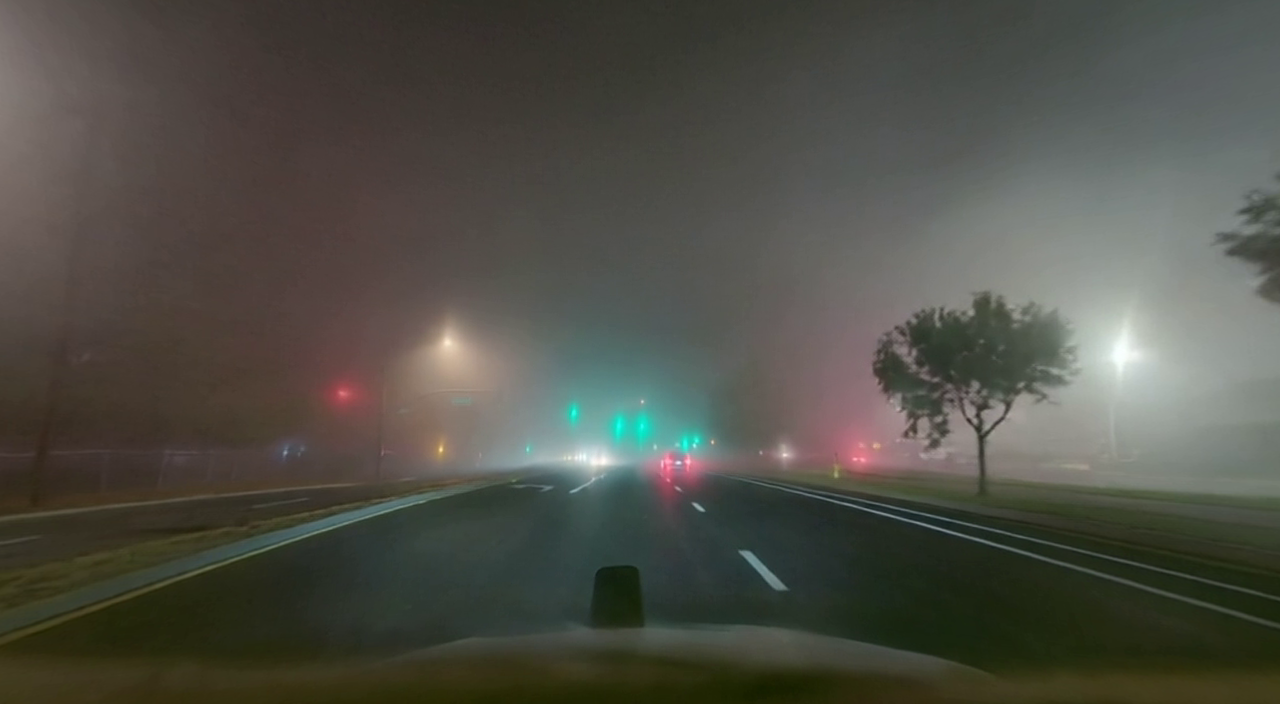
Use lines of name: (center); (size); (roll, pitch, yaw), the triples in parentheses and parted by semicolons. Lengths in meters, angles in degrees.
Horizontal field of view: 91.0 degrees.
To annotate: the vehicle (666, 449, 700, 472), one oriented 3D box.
vehicle: (2.965, 7.590, 44.322); (2.105, 1.490, 4.008); (0, -9, 0)
